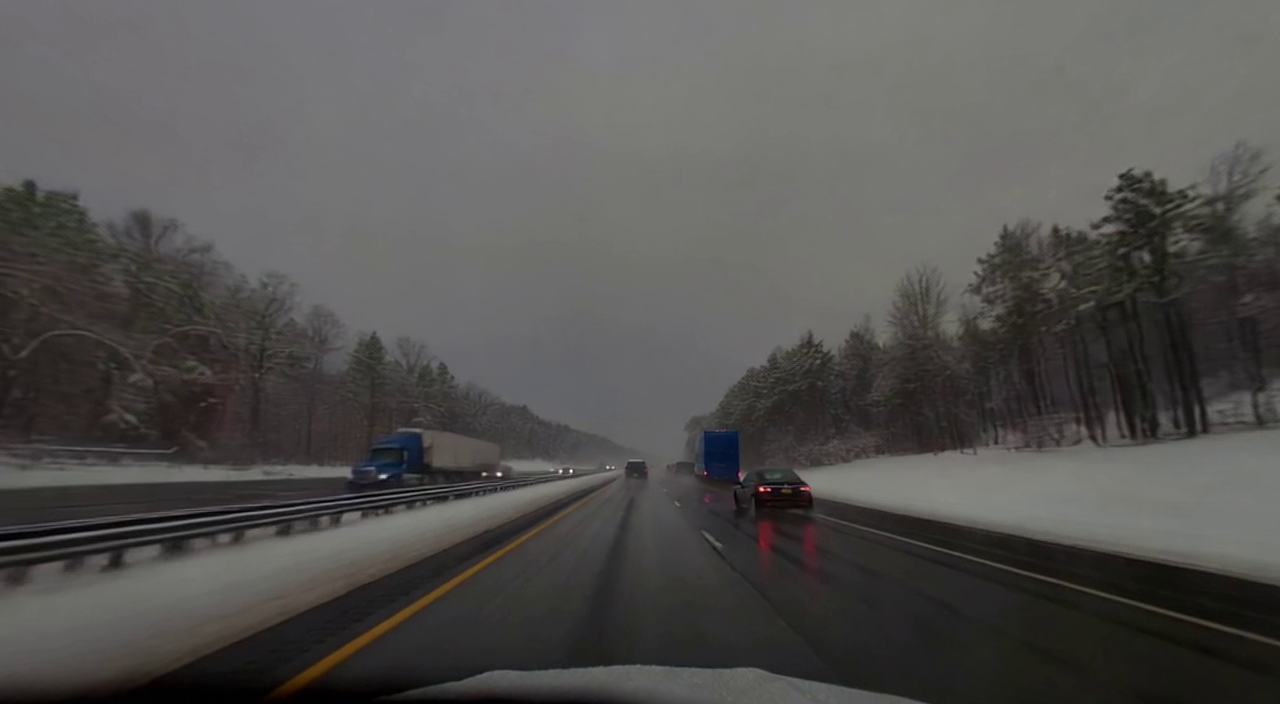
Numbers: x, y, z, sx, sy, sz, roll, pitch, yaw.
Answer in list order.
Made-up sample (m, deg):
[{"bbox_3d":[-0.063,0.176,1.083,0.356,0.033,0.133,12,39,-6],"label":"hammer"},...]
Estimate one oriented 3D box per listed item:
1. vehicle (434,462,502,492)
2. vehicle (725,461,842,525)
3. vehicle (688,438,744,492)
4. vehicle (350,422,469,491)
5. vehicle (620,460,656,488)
[{"bbox_3d":[-9.297,6.832,34.585,2.180,1.464,5.054,0,-10,1],"label":"vehicle"},{"bbox_3d":[3.882,3.957,18.105,2.073,1.532,4.969,1,-10,-2],"label":"vehicle"},{"bbox_3d":[4.533,6.949,38.782,2.563,2.975,6.941,1,-10,0],"label":"vehicle"},{"bbox_3d":[-13.417,6.371,37.986,3.347,3.521,9.713,0,-10,1],"label":"vehicle"},{"bbox_3d":[-0.107,8.047,41.591,2.212,1.717,4.452,0,-10,1],"label":"vehicle"}]
